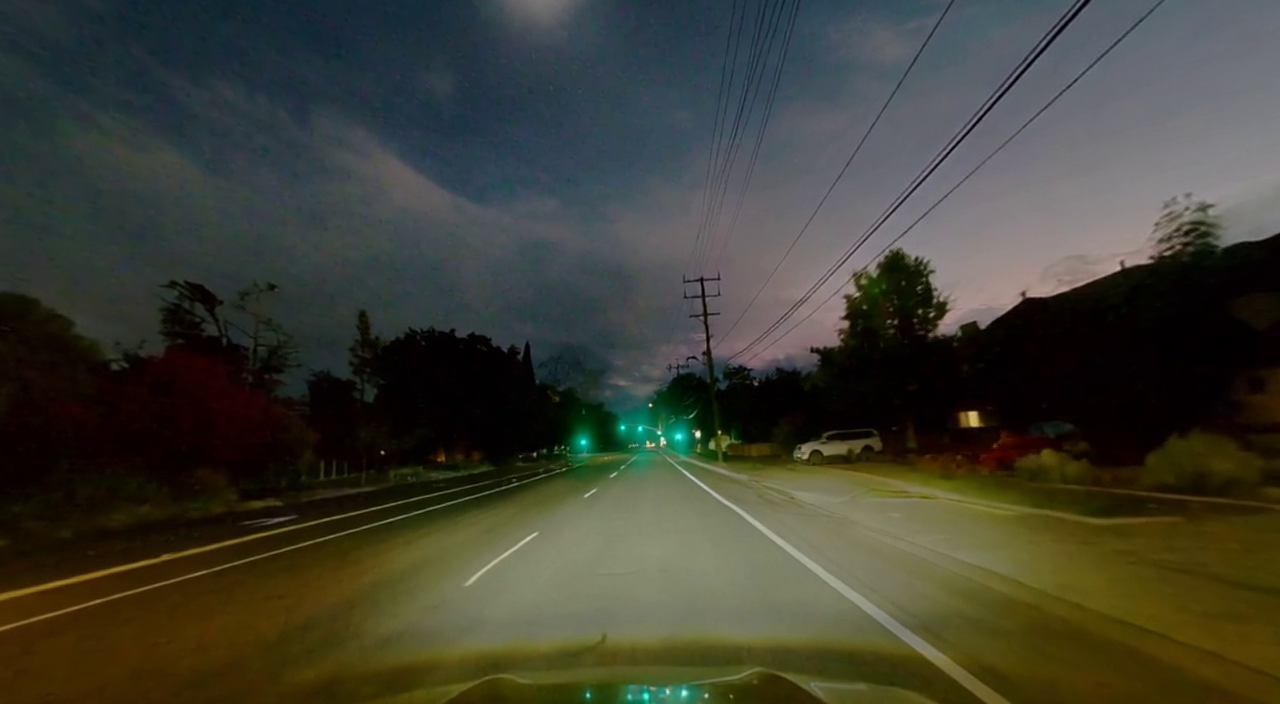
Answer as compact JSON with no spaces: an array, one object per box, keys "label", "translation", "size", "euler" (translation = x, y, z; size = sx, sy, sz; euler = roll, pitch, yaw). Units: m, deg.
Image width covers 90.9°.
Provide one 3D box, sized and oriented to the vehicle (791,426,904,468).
[{"label":"vehicle","translation":[9.502,4.406,29.211],"size":[4.494,1.850,2.027],"euler":[0,-9,0]}]
